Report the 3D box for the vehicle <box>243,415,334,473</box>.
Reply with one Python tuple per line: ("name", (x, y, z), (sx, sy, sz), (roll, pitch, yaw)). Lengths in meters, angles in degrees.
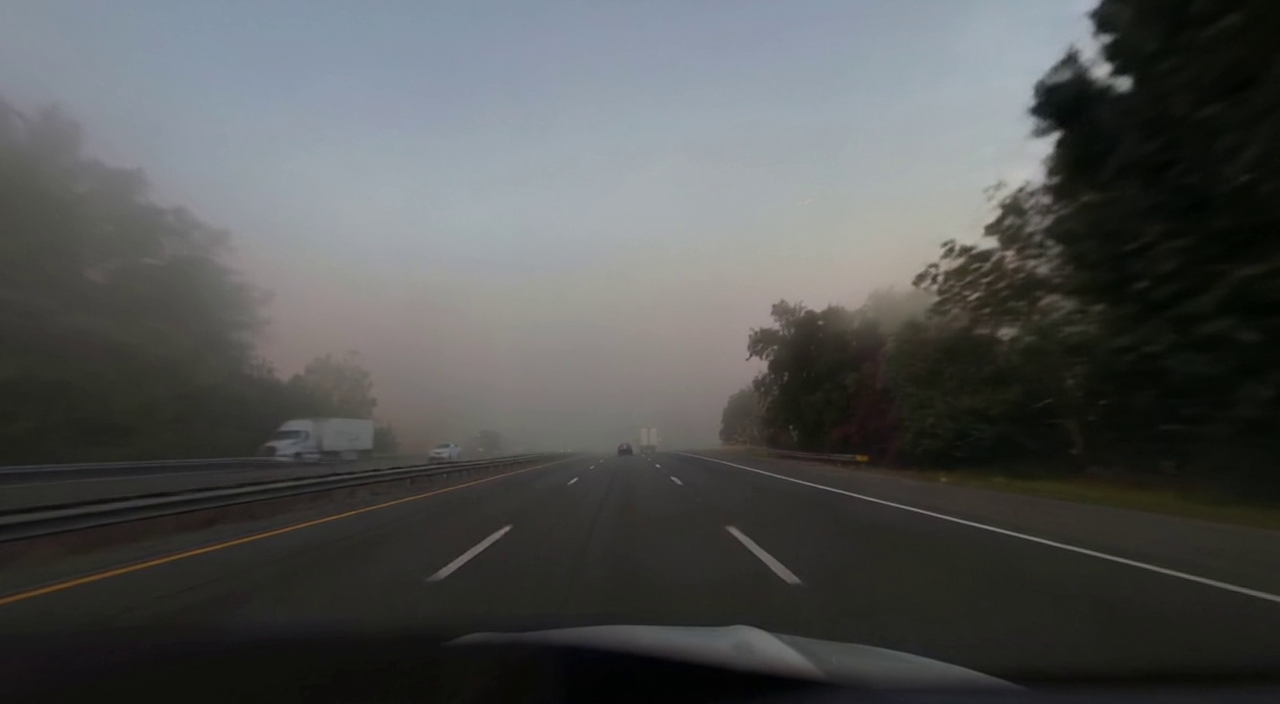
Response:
("vehicle", (-24.342, 6.442, 44.027), (2.940, 3.748, 5.874), (0, -8, -1))
